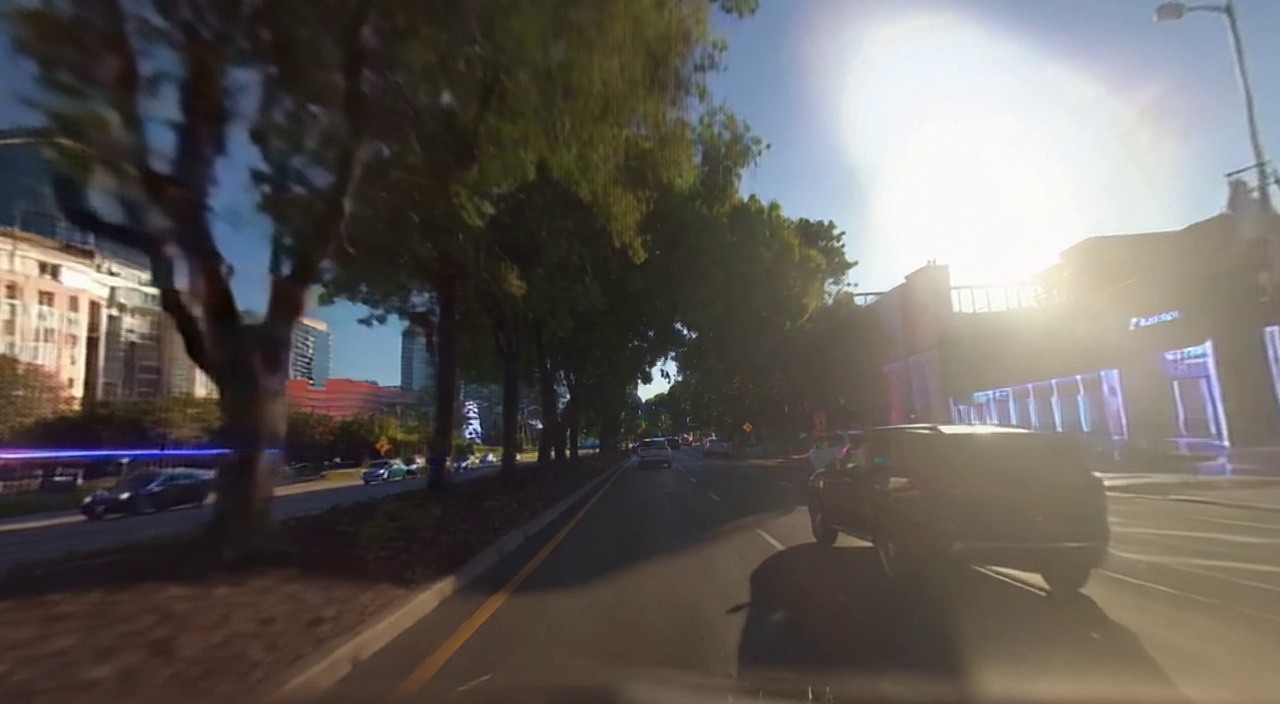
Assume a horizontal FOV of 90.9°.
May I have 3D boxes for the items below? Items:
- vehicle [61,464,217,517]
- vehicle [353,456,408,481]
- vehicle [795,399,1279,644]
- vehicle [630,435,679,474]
[{"bbox_3d":[-18.446,5.095,23.562,1.947,1.609,4.589,0,-8,2],"label":"vehicle"},{"bbox_3d":[-18.240,8.185,44.509,1.853,1.614,4.514,-1,-8,2],"label":"vehicle"},{"bbox_3d":[3.198,1.456,6.561,1.931,1.591,4.708,0,-8,0],"label":"vehicle"},{"bbox_3d":[0.621,4.741,29.462,2.125,1.669,3.880,0,-8,0],"label":"vehicle"}]
